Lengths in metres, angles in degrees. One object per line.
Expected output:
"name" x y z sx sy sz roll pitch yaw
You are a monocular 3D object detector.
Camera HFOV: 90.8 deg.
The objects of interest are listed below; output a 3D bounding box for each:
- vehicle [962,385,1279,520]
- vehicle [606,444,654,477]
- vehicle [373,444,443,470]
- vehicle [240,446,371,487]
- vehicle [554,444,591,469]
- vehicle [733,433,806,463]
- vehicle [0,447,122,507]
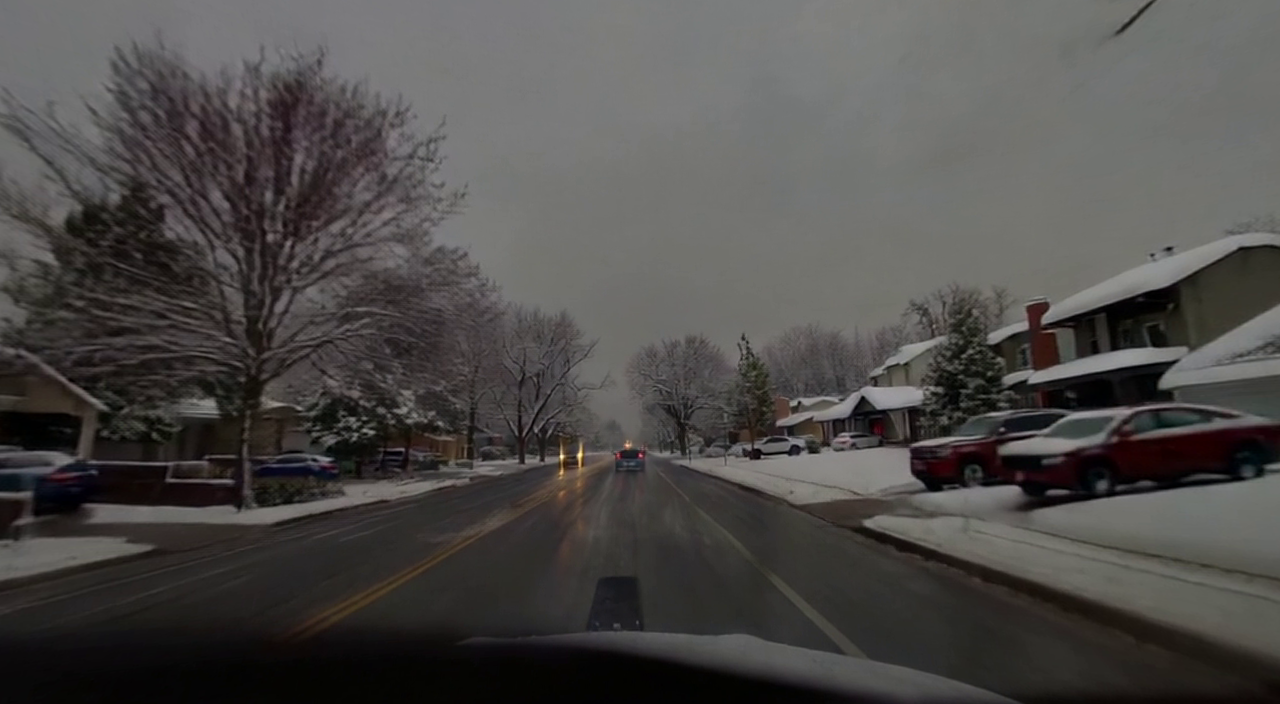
"vehicle" 8.382 1.658 10.800 4.513 1.617 1.998 -6 -8 -1
"vehicle" -0.451 5.125 30.118 2.098 1.483 4.099 0 -8 0
"vehicle" -17.341 7.858 47.432 4.463 1.917 1.970 1 -9 -5
"vehicle" -14.850 5.099 28.191 4.608 1.743 2.222 -1 -9 6
"vehicle" -5.095 7.967 48.484 2.256 1.838 4.613 0 -8 1
"vehicle" 9.234 6.852 45.182 4.634 1.723 1.966 -4 -7 -2
"vehicle" -17.082 3.434 17.818 4.608 1.481 1.890 -4 -9 25
